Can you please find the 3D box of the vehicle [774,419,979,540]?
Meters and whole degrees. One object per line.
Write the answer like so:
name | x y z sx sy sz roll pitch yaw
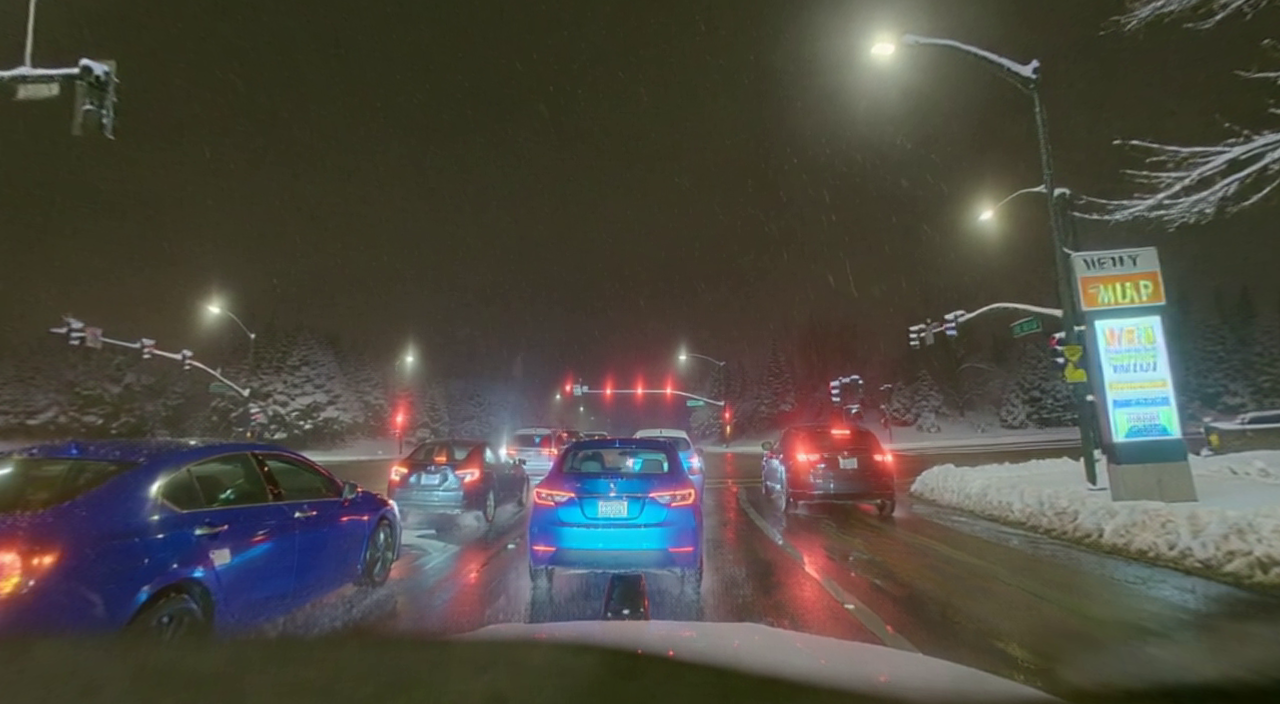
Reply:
vehicle | 3.763 2.104 10.990 2.007 1.683 4.171 0 -8 1

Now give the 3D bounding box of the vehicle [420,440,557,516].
vehicle | -3.197 2.736 14.229 1.839 1.438 4.109 -1 -8 3

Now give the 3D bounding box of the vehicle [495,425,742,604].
vehicle | -0.170 1.663 7.340 2.059 1.477 3.988 0 -8 0

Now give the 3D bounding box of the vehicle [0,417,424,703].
vehicle | -3.410 1.321 4.755 1.980 1.454 4.226 0 -8 1

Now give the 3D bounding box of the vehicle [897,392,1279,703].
vehicle | 3.442 1.116 3.792 1.981 1.499 4.536 0 -8 2
